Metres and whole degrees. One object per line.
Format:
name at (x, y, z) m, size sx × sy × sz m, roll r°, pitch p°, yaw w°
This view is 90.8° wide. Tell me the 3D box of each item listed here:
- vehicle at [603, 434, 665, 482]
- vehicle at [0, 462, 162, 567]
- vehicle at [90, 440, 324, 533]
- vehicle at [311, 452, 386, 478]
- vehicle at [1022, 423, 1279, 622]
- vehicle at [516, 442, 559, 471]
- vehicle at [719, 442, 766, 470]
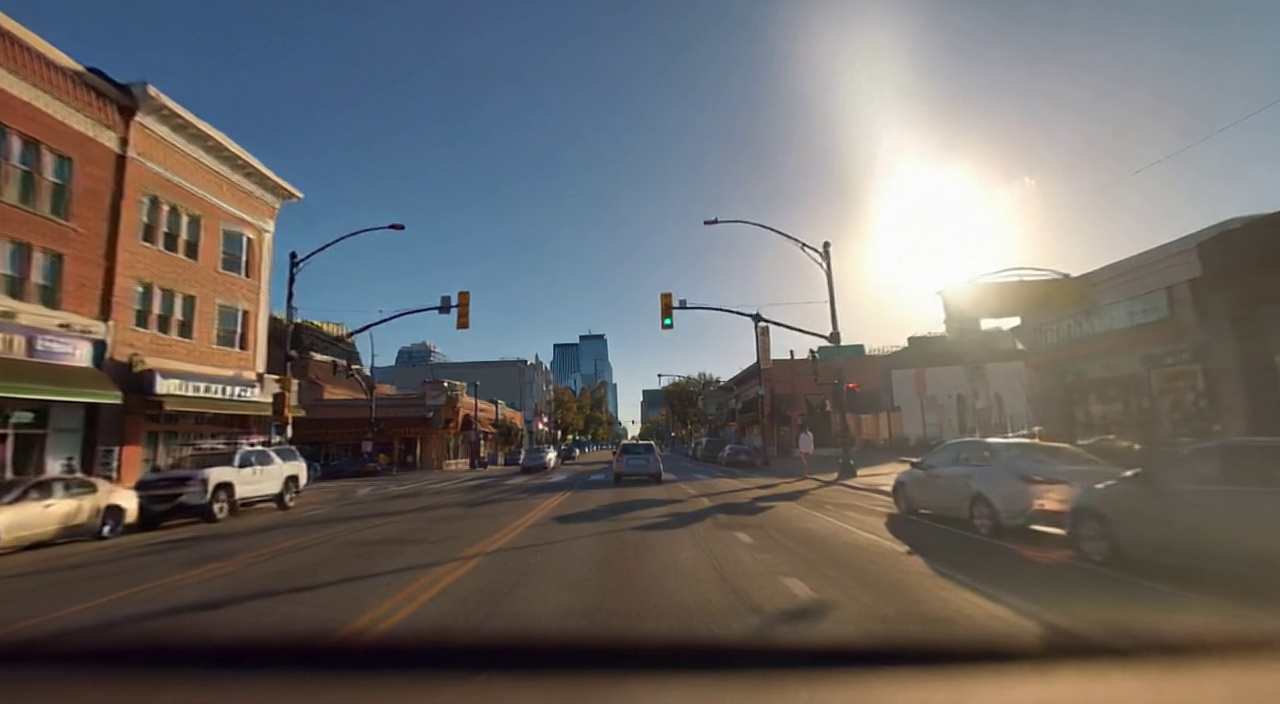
vehicle at (-0.196, 3.848, 23.245) m, size 2.086 × 1.575 × 4.205 m, roll 0°, pitch -8°, yaw 0°
vehicle at (-11.010, 2.770, 10.984) m, size 1.868 × 1.502 × 4.626 m, roll 0°, pitch -8°, yaw -2°
vehicle at (-11.251, 3.439, 17.238) m, size 2.240 × 2.052 × 5.872 m, roll 0°, pitch -8°, yaw 0°
vehicle at (-20.104, 7.845, 43.687) m, size 4.212 × 1.641 × 1.935 m, roll -1°, pitch -12°, yaw 2°
vehicle at (5.759, 1.405, 5.631) m, size 1.891 × 1.489 × 4.344 m, roll 0°, pitch -8°, yaw -1°
vehicle at (-6.281, 6.400, 39.012) m, size 1.918 × 1.679 × 4.209 m, roll 0°, pitch -8°, yaw 0°
vehicle at (5.819, 5.957, 36.365) m, size 1.859 × 1.470 × 4.476 m, roll 0°, pitch -8°, yaw -1°
